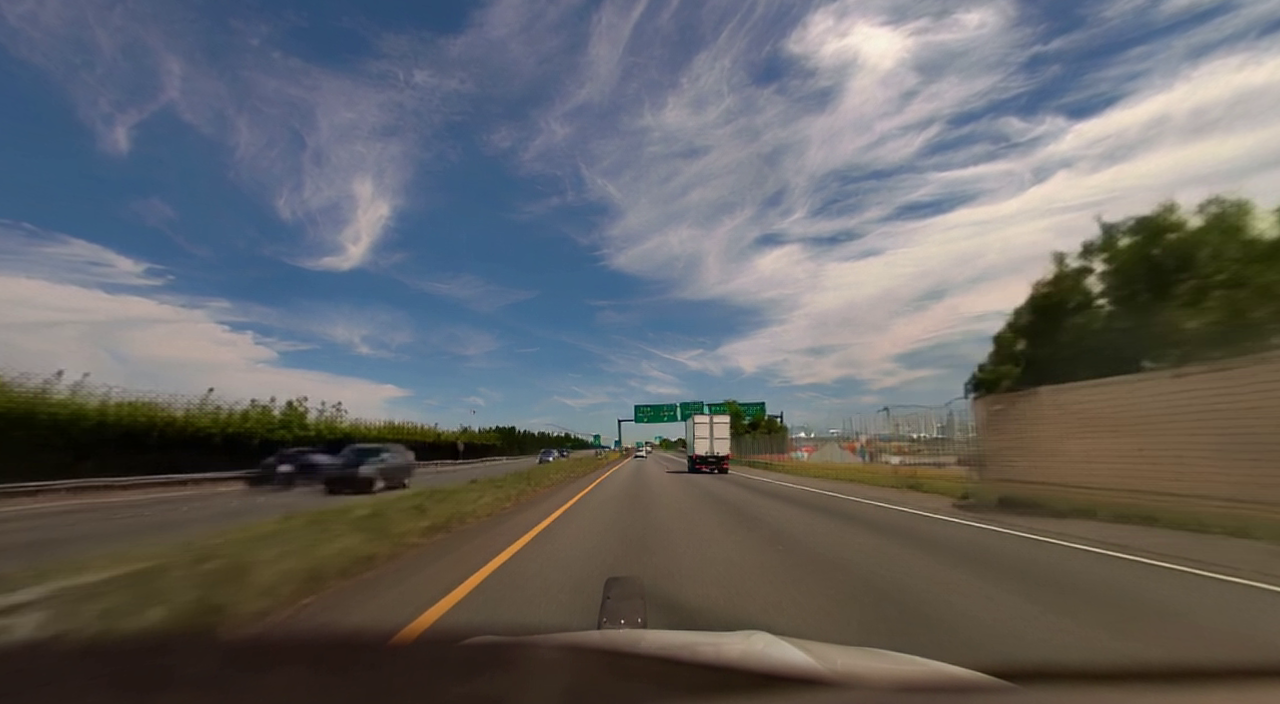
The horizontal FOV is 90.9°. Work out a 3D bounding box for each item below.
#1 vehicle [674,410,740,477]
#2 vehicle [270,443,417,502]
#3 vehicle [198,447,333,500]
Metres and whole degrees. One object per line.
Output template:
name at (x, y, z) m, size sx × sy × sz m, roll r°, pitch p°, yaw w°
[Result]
vehicle at (4.455, 6.623, 45.616) m, size 3.038 × 4.047 × 13.741 m, roll 0°, pitch -9°, yaw -1°
vehicle at (-8.783, 3.590, 19.217) m, size 2.213 × 1.567 × 4.564 m, roll 0°, pitch -9°, yaw 1°
vehicle at (-12.461, 4.031, 21.370) m, size 1.909 × 1.583 × 4.285 m, roll 0°, pitch -9°, yaw 0°
